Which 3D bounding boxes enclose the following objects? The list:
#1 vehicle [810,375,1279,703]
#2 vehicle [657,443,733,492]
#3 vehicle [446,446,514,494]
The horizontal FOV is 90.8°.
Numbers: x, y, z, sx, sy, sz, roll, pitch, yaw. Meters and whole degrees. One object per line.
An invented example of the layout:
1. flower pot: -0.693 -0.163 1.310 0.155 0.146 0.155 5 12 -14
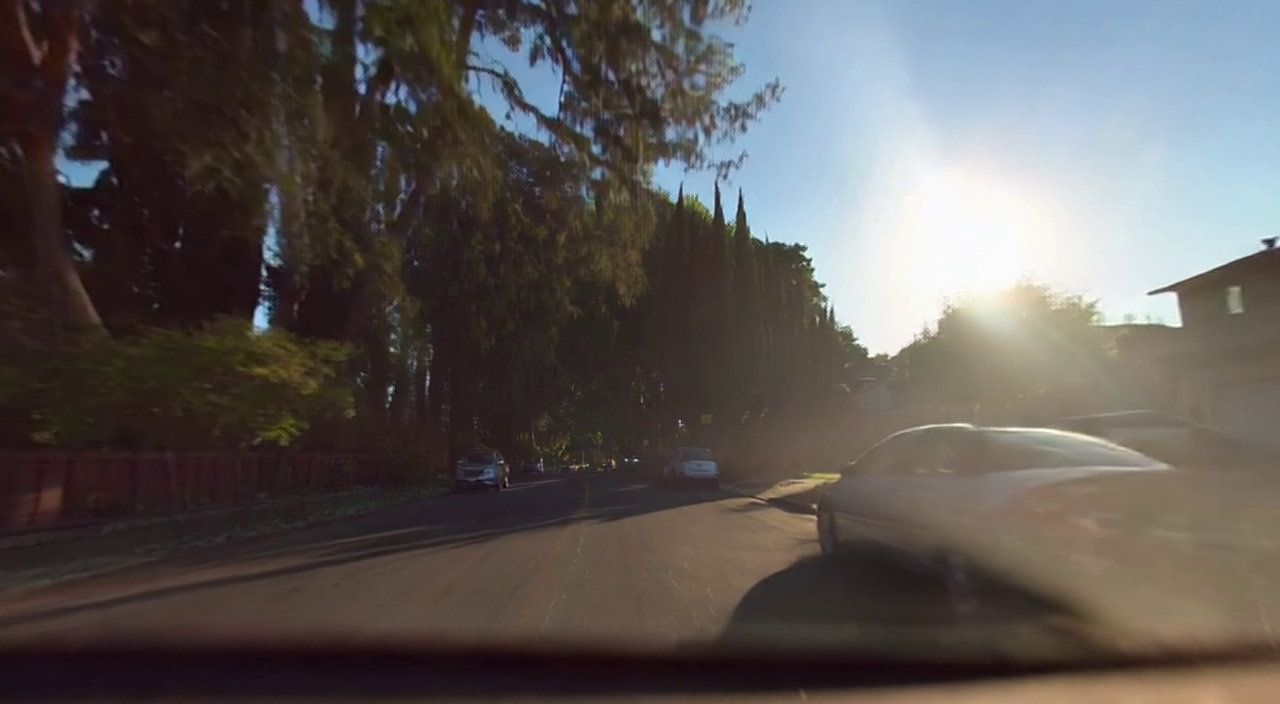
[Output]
1. vehicle: 3.330 1.336 5.848 1.990 1.753 4.783 0 -8 -2
2. vehicle: 2.116 4.613 25.665 2.163 1.742 4.239 1 -8 -8
3. vehicle: -6.664 4.915 26.754 2.051 1.575 4.581 -2 -7 -5
